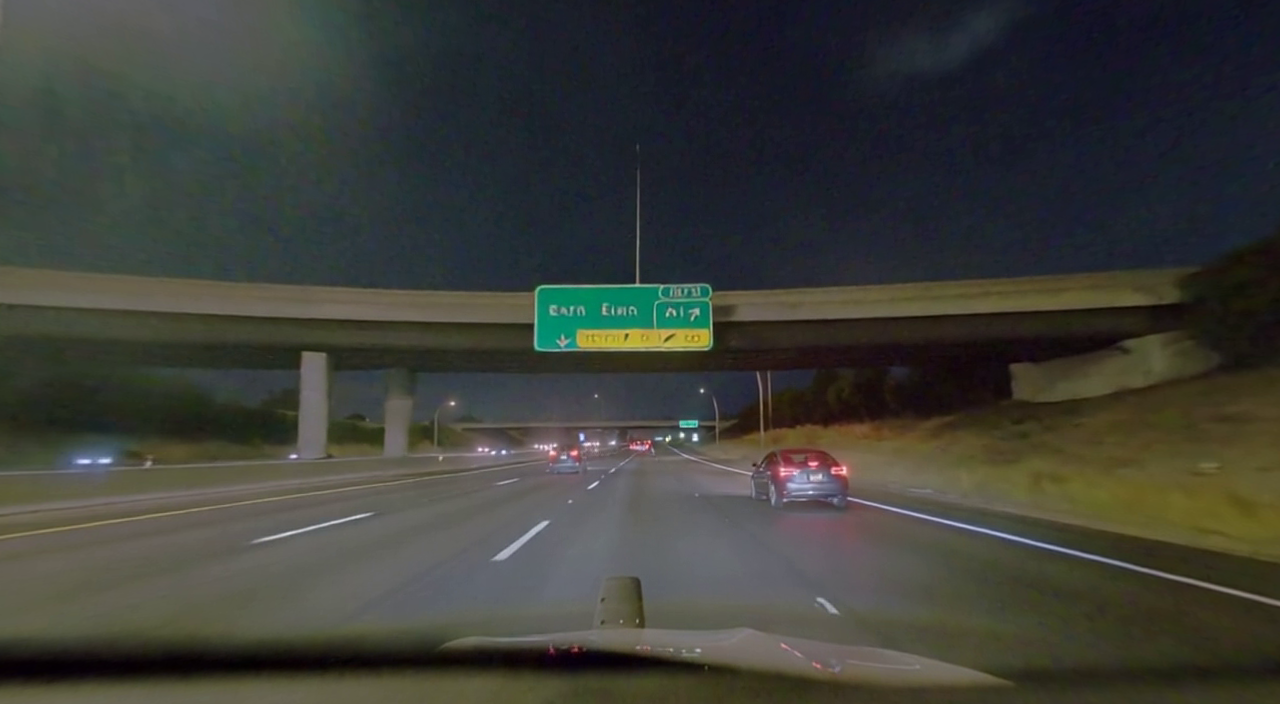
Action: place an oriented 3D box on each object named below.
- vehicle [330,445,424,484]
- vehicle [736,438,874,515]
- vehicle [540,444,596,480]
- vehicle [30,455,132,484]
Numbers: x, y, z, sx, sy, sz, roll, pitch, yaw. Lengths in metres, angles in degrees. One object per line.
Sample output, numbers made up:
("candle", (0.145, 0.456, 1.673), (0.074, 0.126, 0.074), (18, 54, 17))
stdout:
("vehicle", (-11.208, 4.799, 27.249), (1.919, 1.497, 4.765), (0, -9, 1))
("vehicle", (3.702, 2.874, 15.034), (2.079, 1.535, 4.316), (0, -9, 0))
("vehicle", (-3.317, 5.157, 29.818), (2.072, 1.545, 4.687), (0, -9, 0))
("vehicle", (-32.337, 6.780, 36.626), (1.818, 1.503, 4.333), (0, -9, 2))
